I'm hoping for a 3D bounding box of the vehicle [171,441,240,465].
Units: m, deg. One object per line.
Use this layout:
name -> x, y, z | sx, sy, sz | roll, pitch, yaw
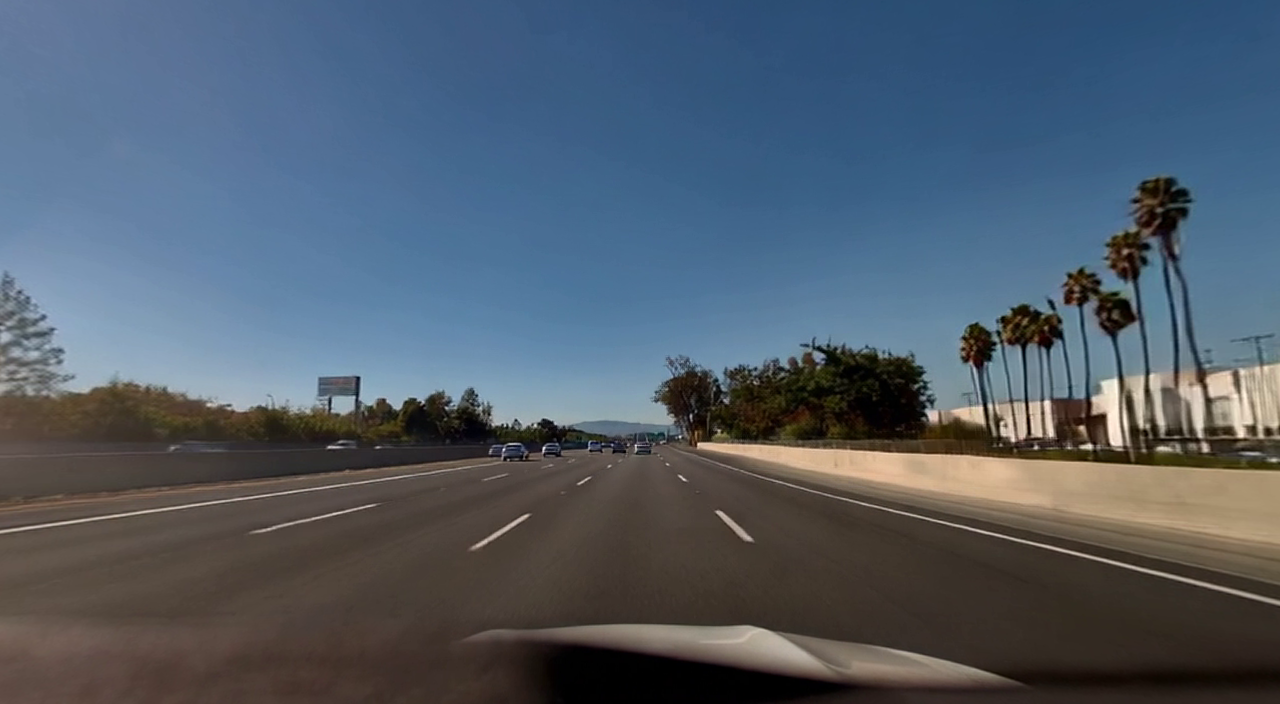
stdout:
vehicle -> -31.677, 7.342, 46.115 | 1.976, 1.608, 4.327 | -1, -8, -1
